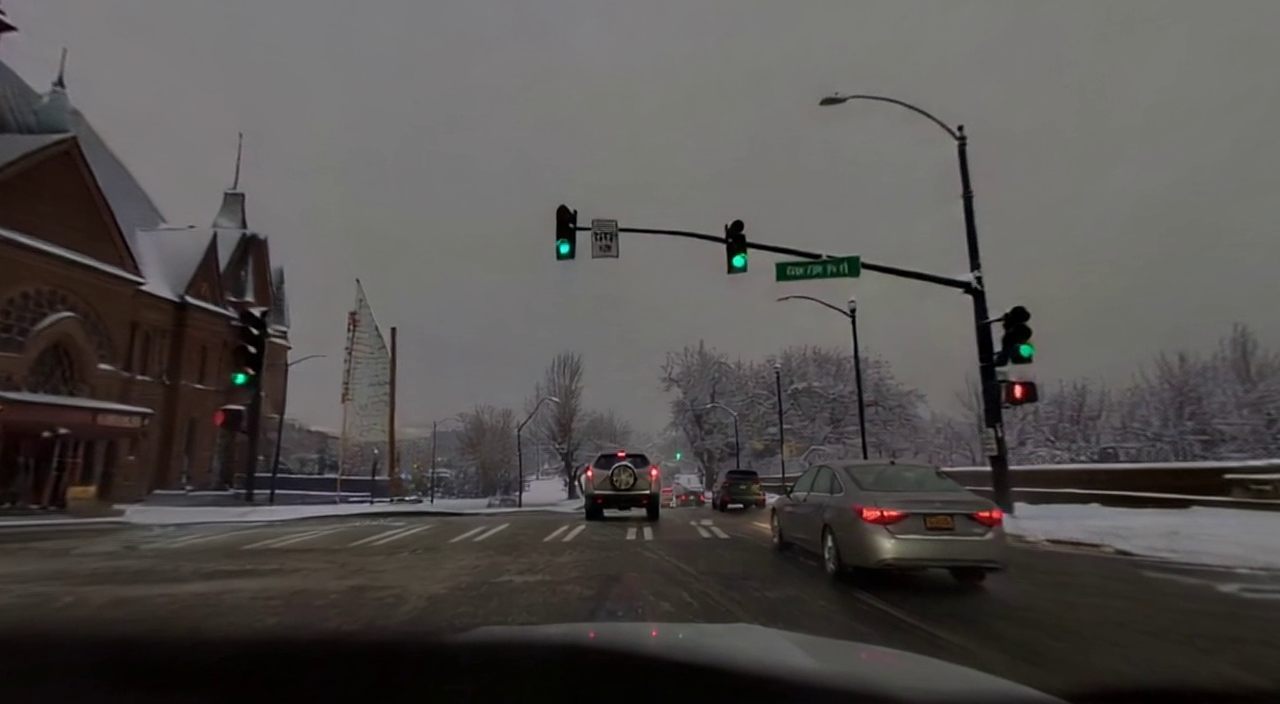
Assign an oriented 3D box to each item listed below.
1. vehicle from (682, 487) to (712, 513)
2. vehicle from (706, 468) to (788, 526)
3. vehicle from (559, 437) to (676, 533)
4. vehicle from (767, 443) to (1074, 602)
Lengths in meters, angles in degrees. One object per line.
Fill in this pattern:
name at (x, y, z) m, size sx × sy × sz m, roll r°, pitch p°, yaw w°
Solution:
vehicle at (4.480, 11.368, 48.806) m, size 2.027 × 1.771 × 4.470 m, roll 0°, pitch -11°, yaw 9°
vehicle at (3.266, 4.504, 20.048) m, size 1.890 × 1.491 × 4.166 m, roll 0°, pitch -8°, yaw 1°
vehicle at (-0.432, 2.784, 13.885) m, size 2.168 × 1.776 × 4.135 m, roll 0°, pitch -8°, yaw -1°
vehicle at (3.108, 1.946, 8.257) m, size 1.883 × 1.472 × 4.471 m, roll 0°, pitch -8°, yaw -1°
